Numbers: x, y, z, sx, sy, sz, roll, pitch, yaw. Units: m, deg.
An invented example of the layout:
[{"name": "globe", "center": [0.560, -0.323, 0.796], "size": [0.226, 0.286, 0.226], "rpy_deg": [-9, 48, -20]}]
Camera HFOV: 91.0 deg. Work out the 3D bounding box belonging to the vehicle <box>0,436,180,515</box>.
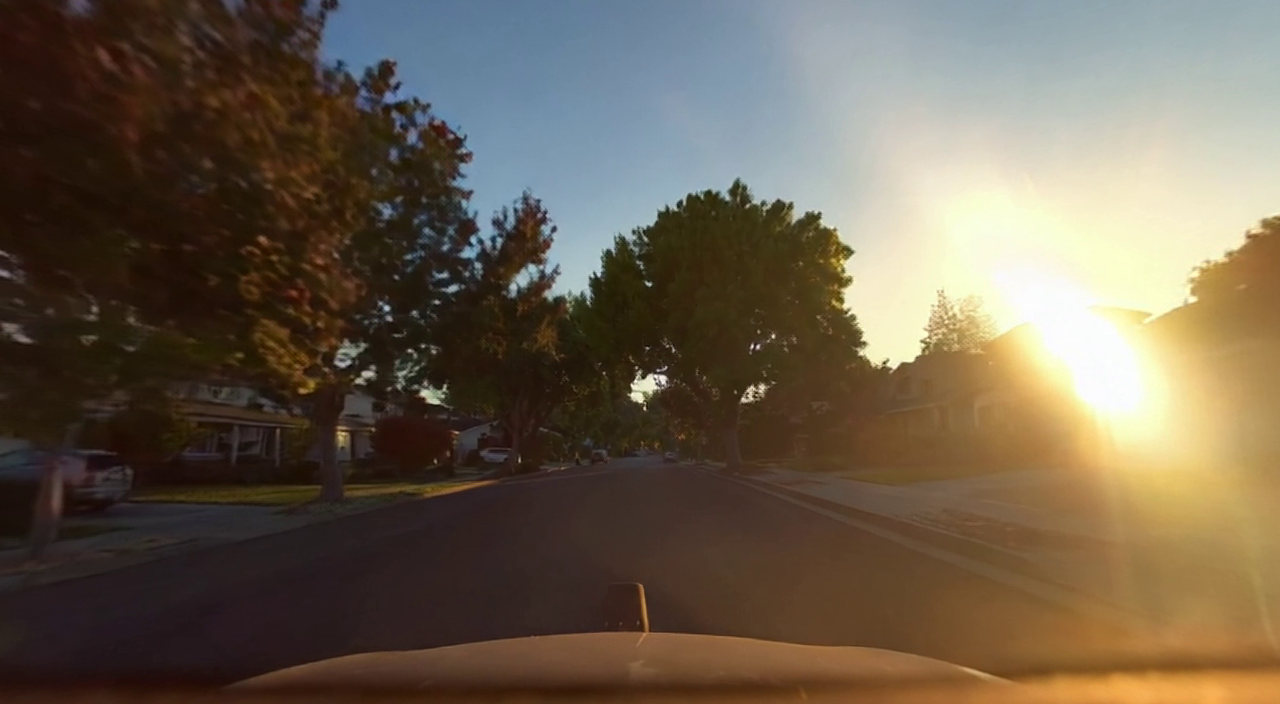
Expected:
[{"name": "vehicle", "center": [-13.810, 2.803, 14.565], "size": [4.850, 1.676, 1.920], "rpy_deg": [0, -9, 4]}]
